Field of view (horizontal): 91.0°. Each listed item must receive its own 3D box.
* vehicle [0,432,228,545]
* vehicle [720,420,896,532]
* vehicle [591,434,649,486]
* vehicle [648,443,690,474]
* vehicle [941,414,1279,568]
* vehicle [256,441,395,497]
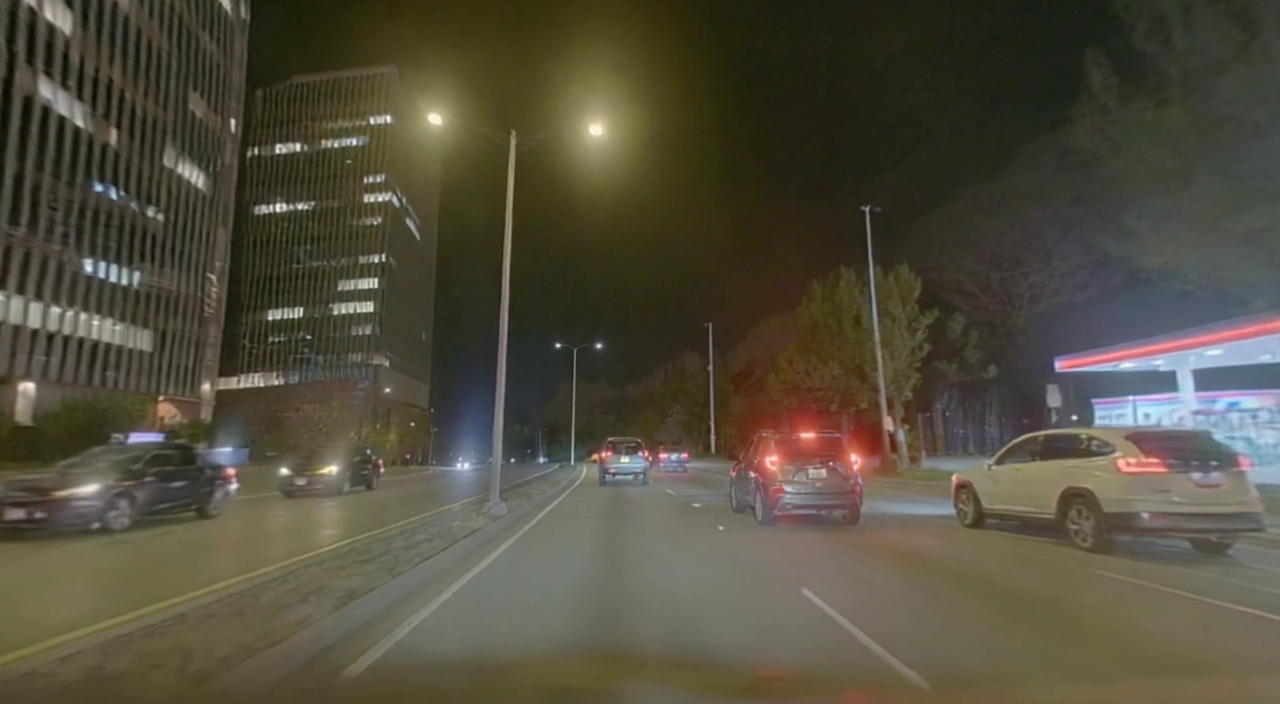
[{"bbox_3d":[-8.669,2.057,10.080,1.665,1.442,3.720,0,-9,-1],"label":"vehicle"},{"bbox_3d":[2.945,2.283,12.156,2.000,1.745,4.206,0,-9,-3],"label":"vehicle"},{"bbox_3d":[-0.818,4.096,24.153,2.051,1.798,4.168,0,-9,-3],"label":"vehicle"},{"bbox_3d":[1.539,5.856,34.838,1.800,1.592,3.658,1,-9,-5],"label":"vehicle"},{"bbox_3d":[6.583,1.848,9.148,2.047,1.653,4.423,0,-9,-2],"label":"vehicle"},{"bbox_3d":[-9.138,3.416,18.789,1.872,1.439,4.507,0,-9,-1],"label":"vehicle"}]
